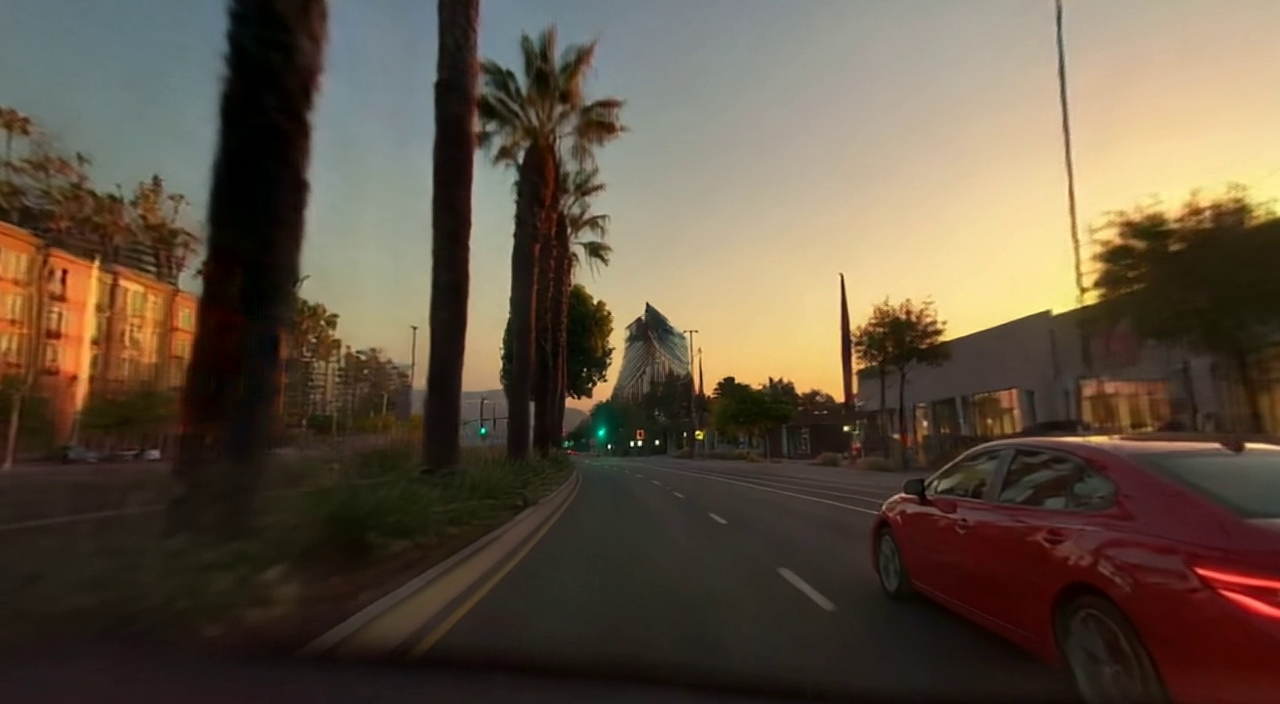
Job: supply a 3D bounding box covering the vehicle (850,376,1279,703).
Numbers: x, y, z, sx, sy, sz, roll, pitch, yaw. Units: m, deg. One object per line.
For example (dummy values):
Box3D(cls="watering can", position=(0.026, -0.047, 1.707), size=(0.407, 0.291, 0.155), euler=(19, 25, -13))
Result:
Box3D(cls="vehicle", position=(3.113, 1.158, 4.178), size=(1.867, 1.554, 4.301), euler=(0, -8, -1))
